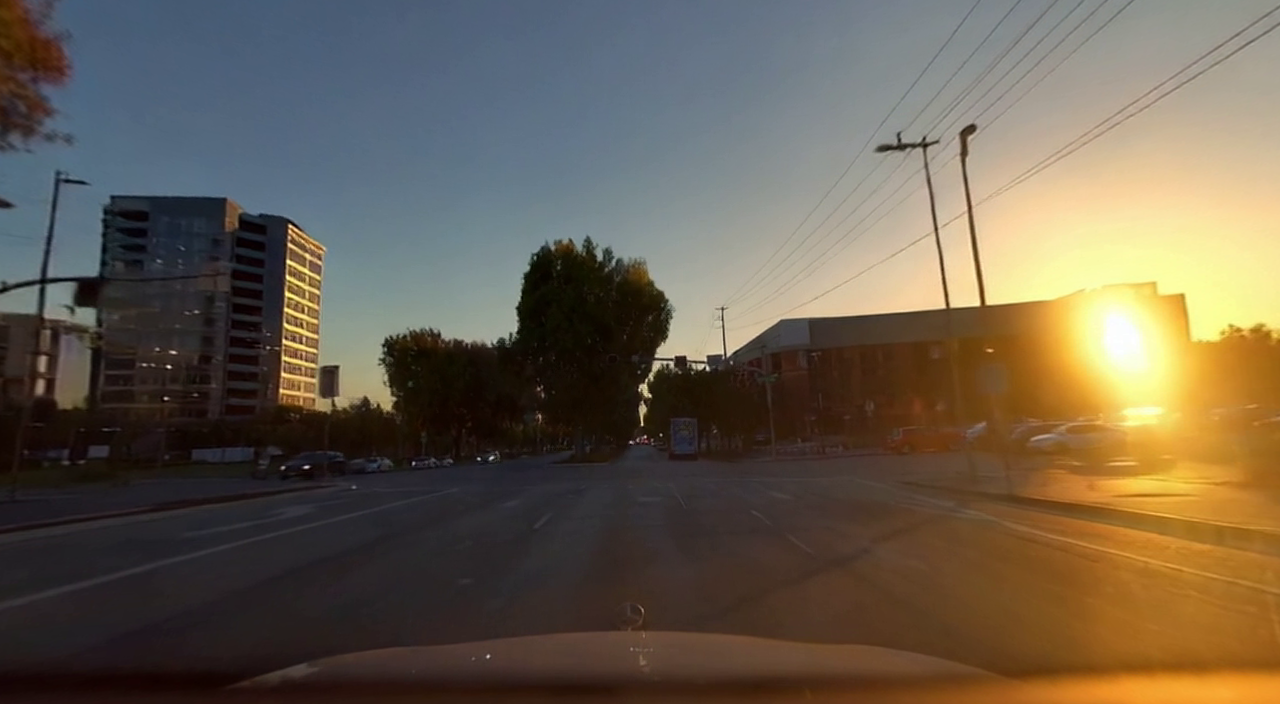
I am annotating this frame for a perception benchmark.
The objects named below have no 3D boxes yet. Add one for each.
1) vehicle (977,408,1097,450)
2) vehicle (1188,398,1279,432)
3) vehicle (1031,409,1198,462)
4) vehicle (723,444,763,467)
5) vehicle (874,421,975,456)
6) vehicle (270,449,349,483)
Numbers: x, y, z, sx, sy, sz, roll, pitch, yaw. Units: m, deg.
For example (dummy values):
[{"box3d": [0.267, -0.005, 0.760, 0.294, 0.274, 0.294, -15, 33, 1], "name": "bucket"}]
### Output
[{"box3d": [20.853, 4.118, 33.314, 4.692, 1.610, 2.174, -5, -15, 4], "name": "vehicle"}, {"box3d": [31.334, 3.229, 32.393, 4.318, 1.476, 1.940, -5, -8, 7], "name": "vehicle"}, {"box3d": [17.291, 3.047, 23.205, 4.329, 1.502, 2.122, -4, -4, 6], "name": "vehicle"}, {"box3d": [7.079, 7.167, 43.849, 1.919, 1.449, 4.561, 0, -8, -2], "name": "vehicle"}, {"box3d": [15.236, 4.693, 33.973, 4.432, 1.523, 1.908, -4, -11, 5], "name": "vehicle"}, {"box3d": [-18.997, 6.513, 36.515, 2.027, 1.678, 4.654, -3, -8, 1], "name": "vehicle"}]
